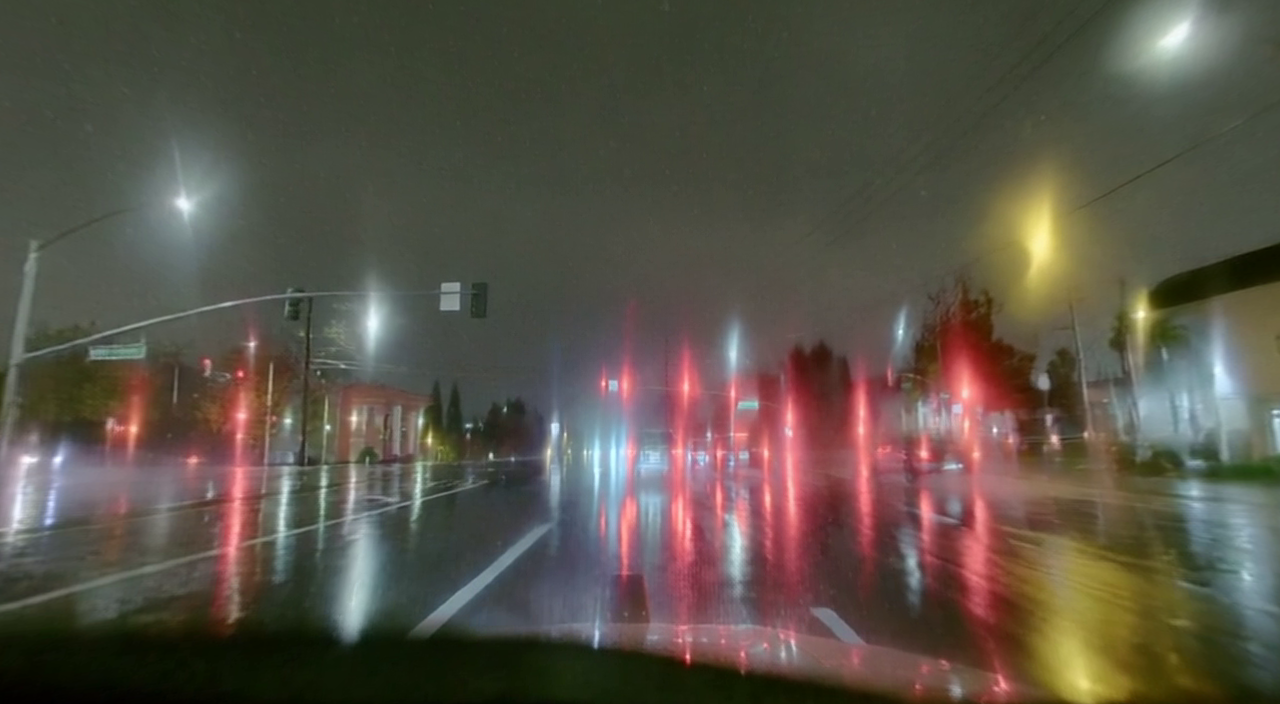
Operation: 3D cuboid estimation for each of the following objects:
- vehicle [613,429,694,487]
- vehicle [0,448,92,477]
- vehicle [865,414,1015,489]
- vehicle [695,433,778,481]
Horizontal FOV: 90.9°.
[{"bbox_3d":[0.332,3.109,18.826,2.099,1.516,4.681,0,-8,0],"label":"vehicle"},{"bbox_3d":[-31.829,5.721,32.834,4.448,1.422,1.890,2,-9,-13],"label":"vehicle"},{"bbox_3d":[8.563,2.881,18.621,2.132,1.892,4.851,-1,-8,2],"label":"vehicle"},{"bbox_3d":[3.070,3.450,20.979,1.994,1.436,4.169,0,-8,-2],"label":"vehicle"}]
